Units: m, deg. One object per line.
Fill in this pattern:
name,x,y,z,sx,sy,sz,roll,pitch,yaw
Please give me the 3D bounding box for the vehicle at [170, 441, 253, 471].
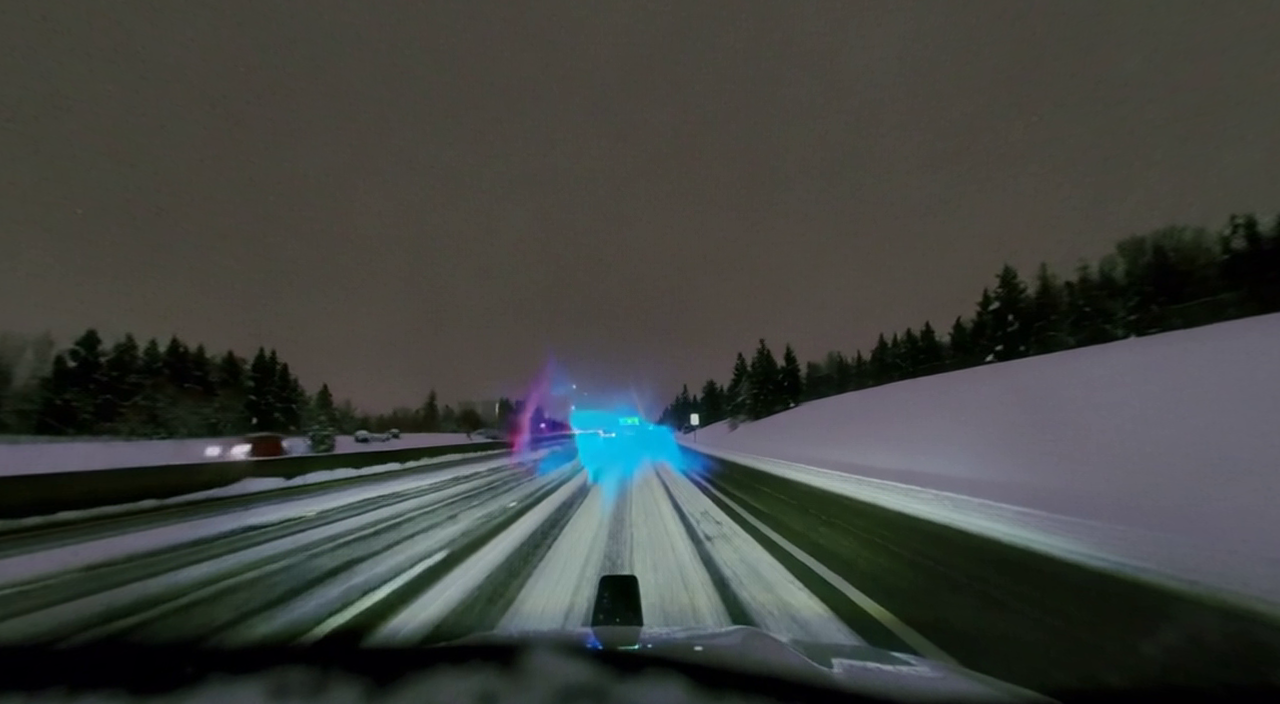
vehicle,-23.633,5.734,34.847,1.768,1.507,3.977,0,-8,0
